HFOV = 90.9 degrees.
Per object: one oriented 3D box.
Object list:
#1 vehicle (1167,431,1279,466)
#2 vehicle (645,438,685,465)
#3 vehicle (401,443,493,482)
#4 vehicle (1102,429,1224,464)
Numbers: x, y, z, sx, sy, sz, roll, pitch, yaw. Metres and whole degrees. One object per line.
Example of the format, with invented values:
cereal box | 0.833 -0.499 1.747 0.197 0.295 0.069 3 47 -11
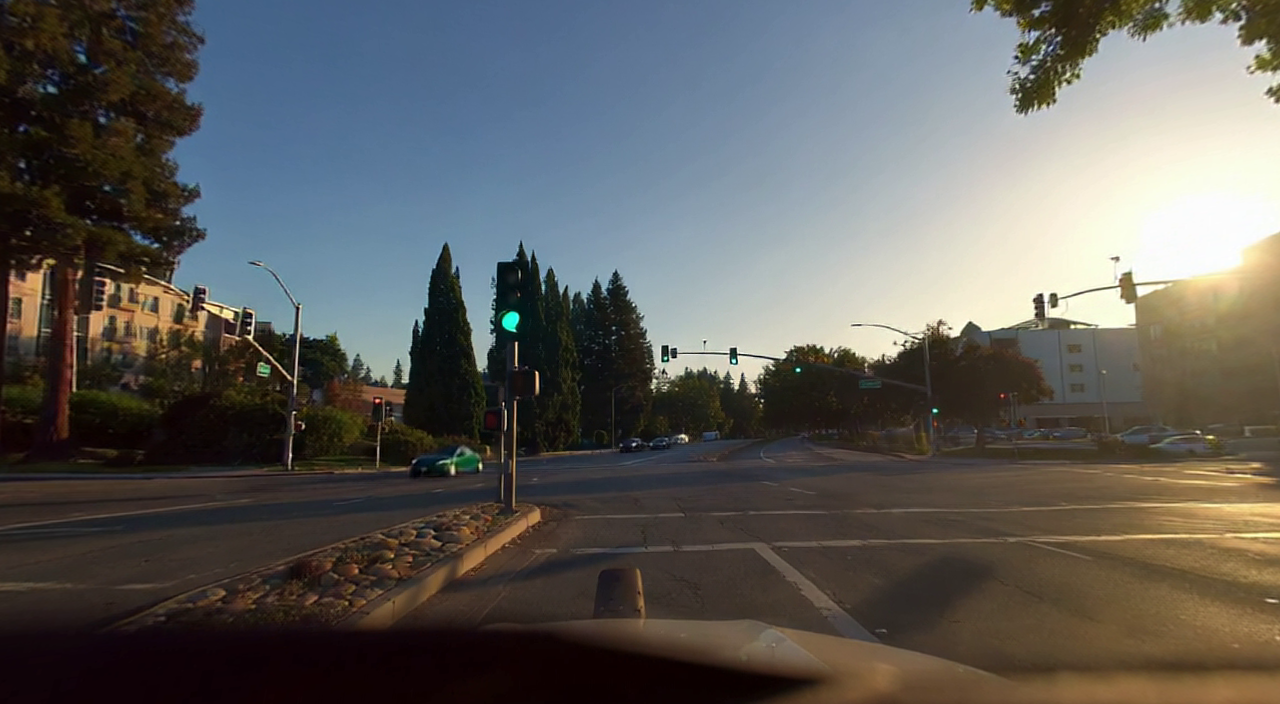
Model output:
vehicle | 26.302 4.238 27.875 4.644 1.470 1.922 1 -8 -10
vehicle | 1.760 6.773 43.252 2.197 1.739 4.177 -2 -8 10
vehicle | -7.948 4.589 26.524 2.002 1.483 4.696 -1 -8 6
vehicle | 25.927 4.680 31.355 4.441 1.674 2.035 1 -8 -8
